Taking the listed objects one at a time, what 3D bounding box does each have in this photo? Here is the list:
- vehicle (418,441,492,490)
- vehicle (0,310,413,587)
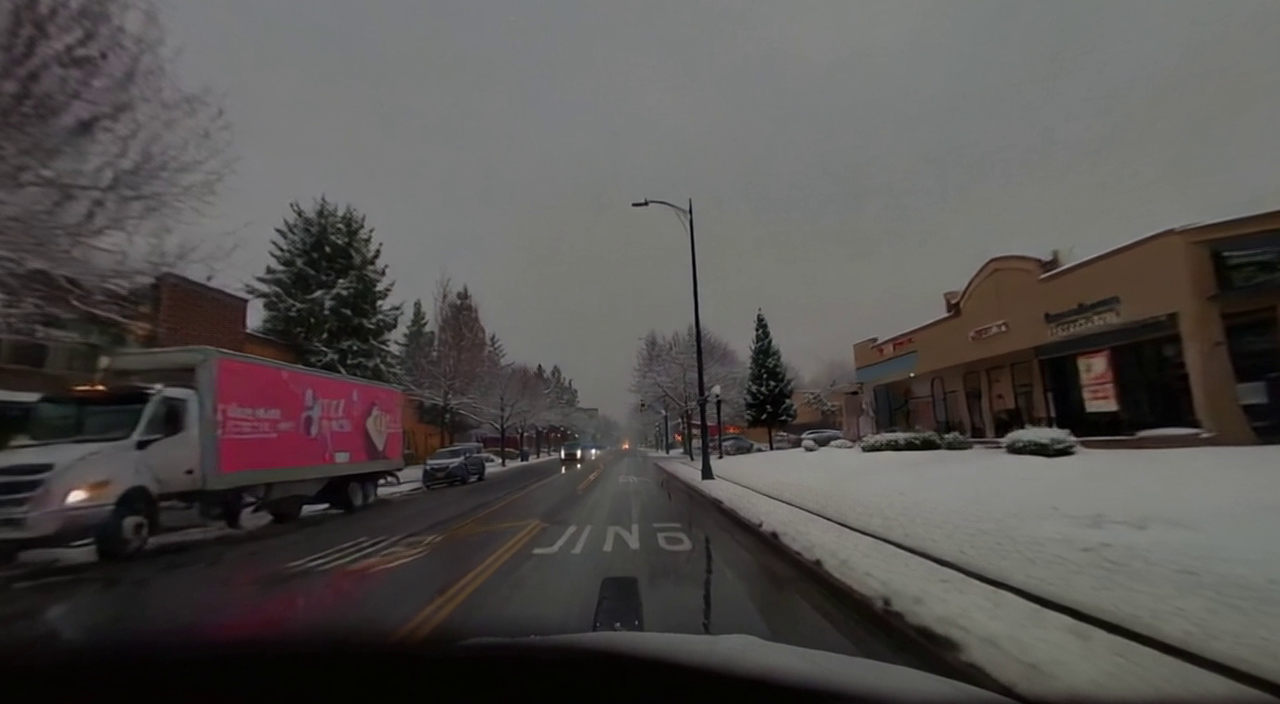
[{"bbox_3d":[-7.878,4.831,27.204,1.950,1.743,4.312,-2,-7,-1],"label":"vehicle"},{"bbox_3d":[-9.049,2.036,14.794,2.986,3.768,11.697,-6,-6,-1],"label":"vehicle"}]
